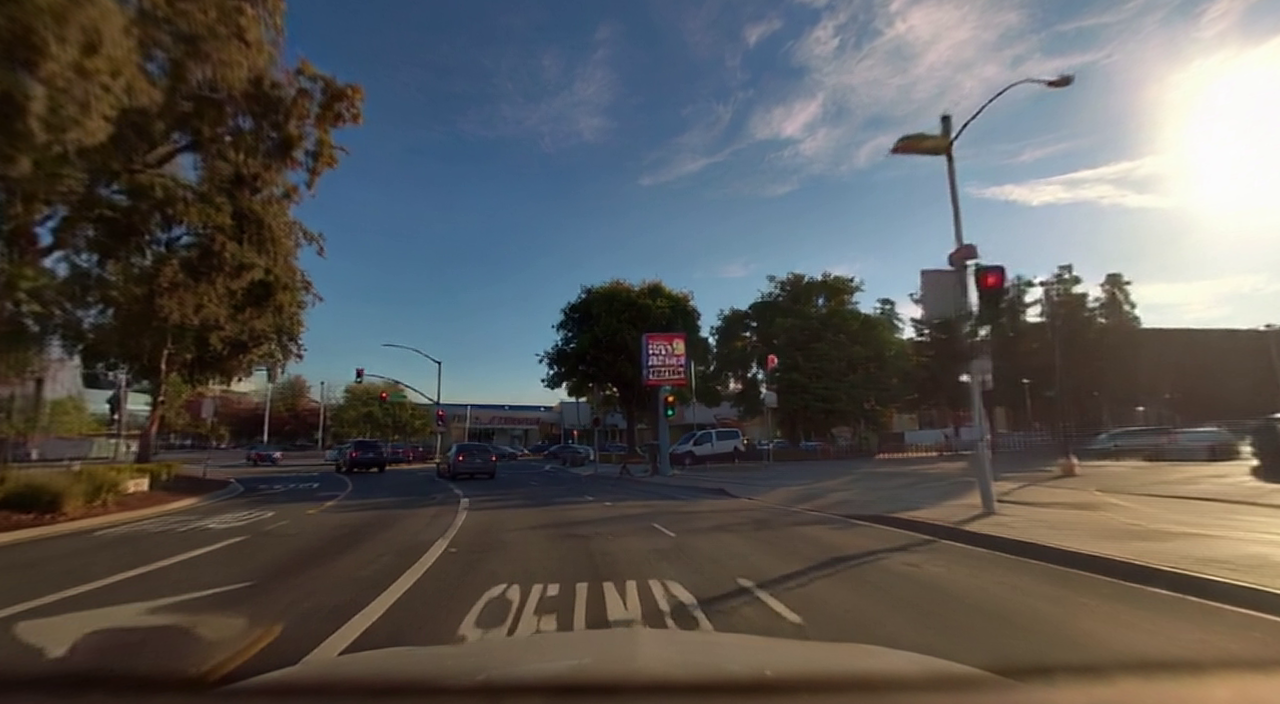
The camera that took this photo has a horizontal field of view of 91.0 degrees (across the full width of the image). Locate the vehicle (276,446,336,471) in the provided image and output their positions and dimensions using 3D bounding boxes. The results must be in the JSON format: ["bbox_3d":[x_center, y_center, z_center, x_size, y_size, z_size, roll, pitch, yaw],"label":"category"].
[{"bbox_3d":[-23.265,7.375,43.845,4.546,1.650,1.940,-7,-11,39],"label":"vehicle"}]

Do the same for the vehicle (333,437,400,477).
[{"bbox_3d":[-15.106,5.740,34.594,2.254,2.006,4.766,7,-11,-36],"label":"vehicle"}]

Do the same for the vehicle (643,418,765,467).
[{"bbox_3d":[4.288,6.223,43.135,7.741,3.106,2.906,-5,-10,30],"label":"vehicle"}]

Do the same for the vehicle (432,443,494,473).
[{"bbox_3d":[-11.618,6.880,41.122,2.202,1.822,4.826,7,-11,-37],"label":"vehicle"}]
